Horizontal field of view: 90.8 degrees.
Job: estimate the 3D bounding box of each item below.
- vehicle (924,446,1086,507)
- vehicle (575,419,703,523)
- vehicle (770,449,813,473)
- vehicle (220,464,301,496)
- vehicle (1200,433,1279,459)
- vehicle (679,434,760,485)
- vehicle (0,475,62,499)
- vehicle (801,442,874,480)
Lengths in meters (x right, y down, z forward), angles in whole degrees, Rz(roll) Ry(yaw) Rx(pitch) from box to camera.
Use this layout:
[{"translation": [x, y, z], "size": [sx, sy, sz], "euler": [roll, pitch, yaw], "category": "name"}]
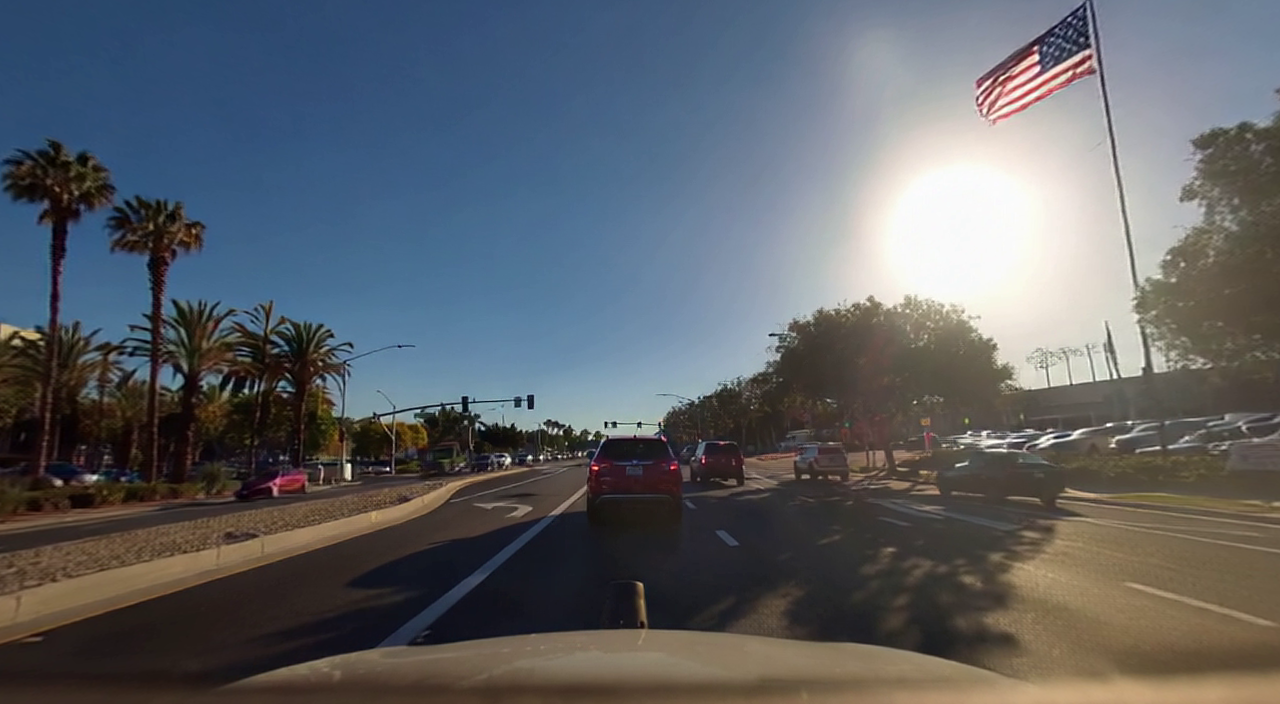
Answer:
[{"translation": [9.973, 3.387, 17.744], "size": [1.967, 1.485, 4.267], "euler": [0, -9, 0], "category": "vehicle"}, {"translation": [-0.060, 2.580, 14.231], "size": [2.402, 1.938, 4.535], "euler": [0, -9, -1], "category": "vehicle"}, {"translation": [10.203, 7.337, 42.800], "size": [1.855, 1.495, 4.143], "euler": [0, -8, 0], "category": "vehicle"}, {"translation": [-21.743, 7.334, 36.392], "size": [1.873, 1.484, 4.571], "euler": [-3, -9, 0], "category": "vehicle"}, {"translation": [36.381, 5.625, 37.785], "size": [1.839, 1.455, 4.395], "euler": [0, -9, 2], "category": "vehicle"}, {"translation": [3.330, 4.725, 28.178], "size": [2.773, 2.021, 6.212], "euler": [0, -9, 0], "category": "vehicle"}, {"translation": [-44.657, 9.690, 45.462], "size": [4.226, 1.568, 1.962], "euler": [-1, -9, 2], "category": "vehicle"}, {"translation": [10.012, 5.532, 32.423], "size": [2.155, 1.779, 4.582], "euler": [0, -9, -2], "category": "vehicle"}]
